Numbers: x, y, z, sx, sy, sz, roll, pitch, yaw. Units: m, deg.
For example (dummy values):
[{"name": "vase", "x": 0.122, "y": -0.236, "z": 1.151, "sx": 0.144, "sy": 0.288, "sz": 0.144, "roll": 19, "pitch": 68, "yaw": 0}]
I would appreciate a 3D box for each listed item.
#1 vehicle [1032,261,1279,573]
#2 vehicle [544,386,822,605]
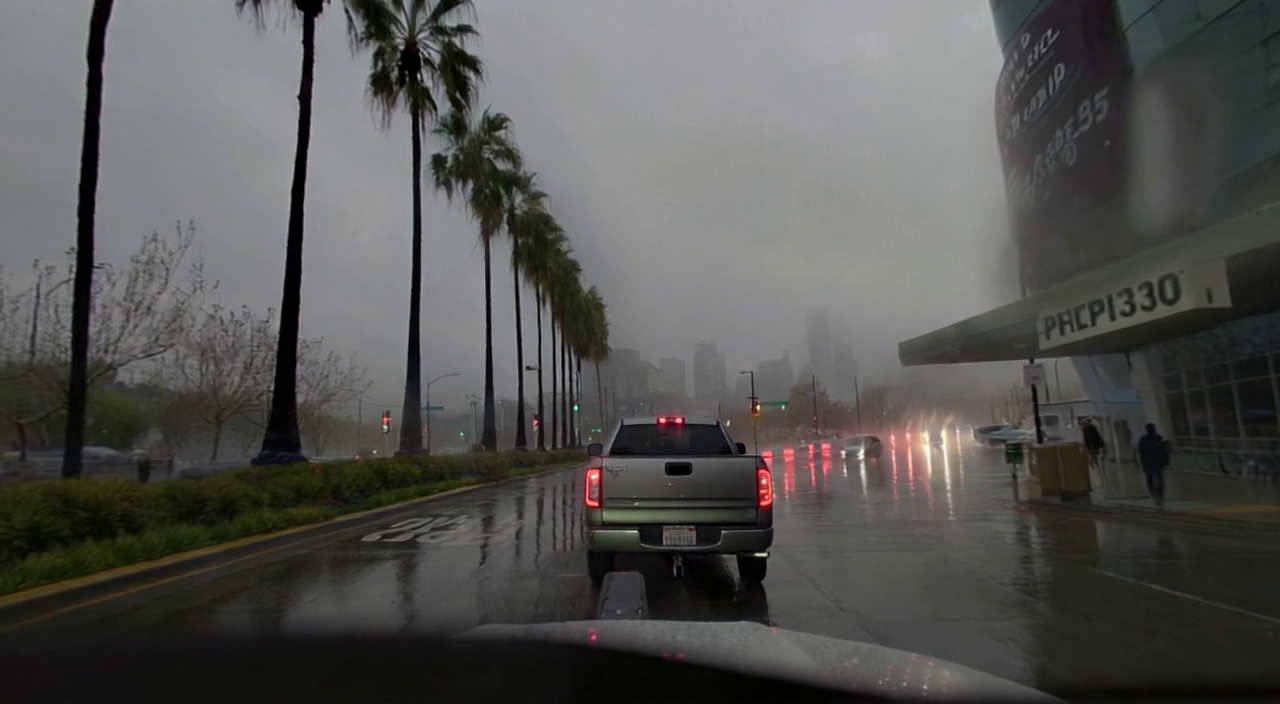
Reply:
[{"name": "vehicle", "x": 7.844, "y": 0.874, "z": 8.578, "sx": 2.666, "sy": 3.345, "sz": 3.622, "roll": -3, "pitch": -9, "yaw": 7}, {"name": "vehicle", "x": 0.404, "y": 1.587, "z": 7.981, "sx": 2.311, "sy": 1.819, "sz": 5.255, "roll": 0, "pitch": -8, "yaw": 1}]
